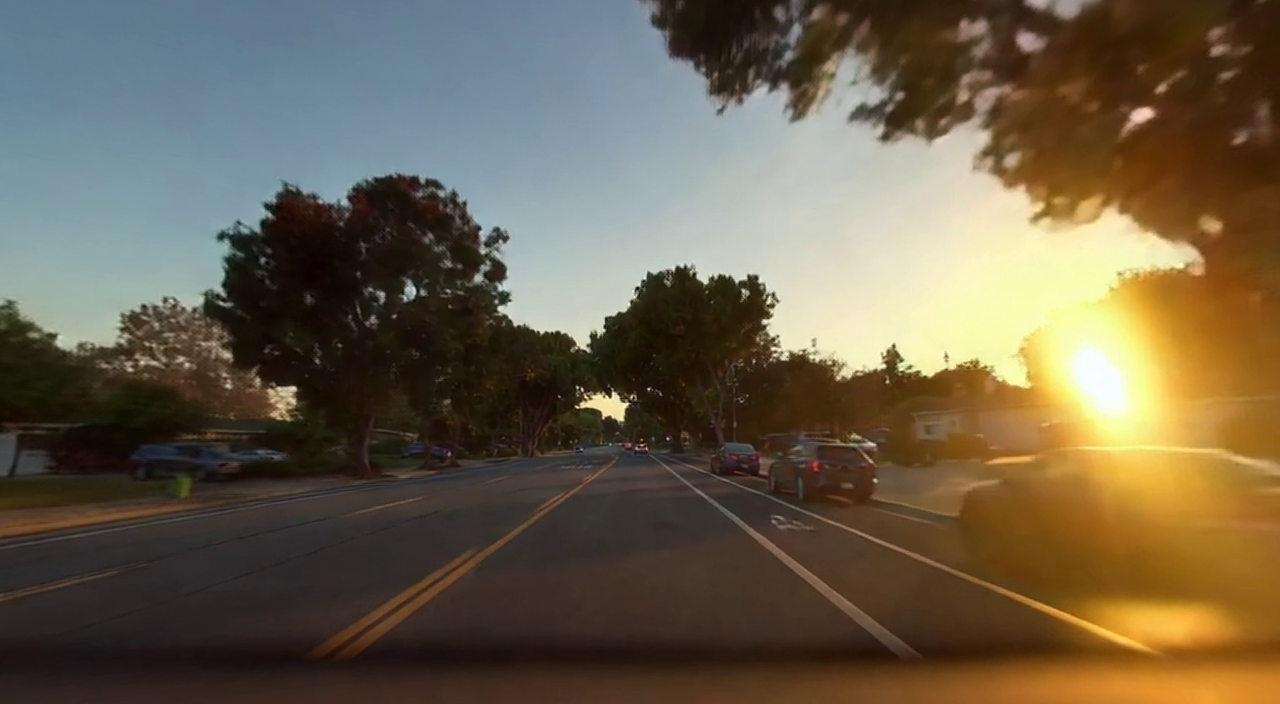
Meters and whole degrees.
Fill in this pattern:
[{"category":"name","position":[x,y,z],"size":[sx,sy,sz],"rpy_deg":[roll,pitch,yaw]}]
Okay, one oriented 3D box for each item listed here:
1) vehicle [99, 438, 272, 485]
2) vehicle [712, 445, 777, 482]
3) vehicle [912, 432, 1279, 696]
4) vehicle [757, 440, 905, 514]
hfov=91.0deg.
[{"category":"vehicle","position":[-19.393,4.674,27.058],"size":[5.684,1.934,2.217],"rpy_deg":[0,-8,1]},{"category":"vehicle","position":[4.533,4.925,28.132],"size":[1.980,1.465,4.970],"rpy_deg":[0,-8,-1]},{"category":"vehicle","position":[4.521,1.460,5.347],"size":[1.968,1.467,5.107],"rpy_deg":[0,-8,-2]},{"category":"vehicle","position":[4.399,2.947,15.461],"size":[1.999,1.512,4.826],"rpy_deg":[0,-8,-2]}]
